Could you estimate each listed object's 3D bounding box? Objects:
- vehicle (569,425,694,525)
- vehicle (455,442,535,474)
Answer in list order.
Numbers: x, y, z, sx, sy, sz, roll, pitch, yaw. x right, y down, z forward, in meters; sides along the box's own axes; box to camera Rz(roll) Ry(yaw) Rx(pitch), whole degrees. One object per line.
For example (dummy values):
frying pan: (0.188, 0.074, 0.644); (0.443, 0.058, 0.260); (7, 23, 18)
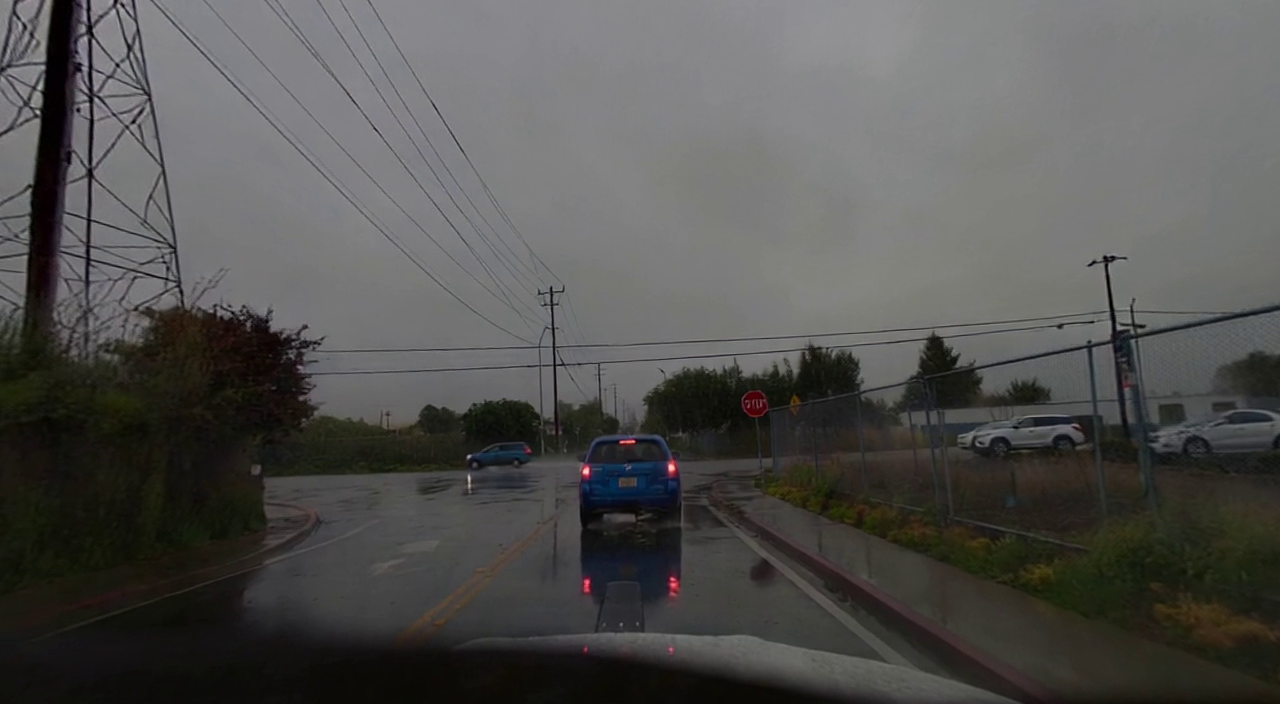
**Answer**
vehicle: (-0.196, 2.420, 13.010); (2.137, 1.698, 4.166); (0, -8, -1)
vehicle: (-8.549, 6.184, 37.129); (4.415, 1.753, 2.029); (-6, -10, 34)
